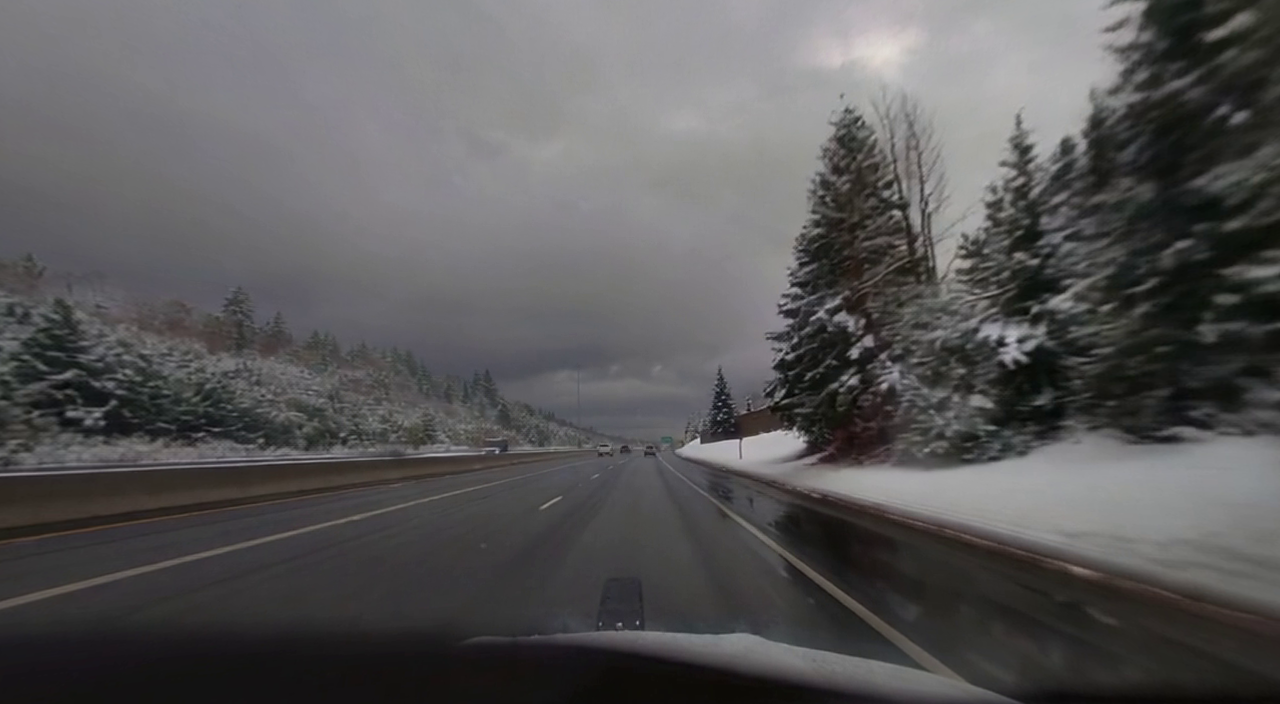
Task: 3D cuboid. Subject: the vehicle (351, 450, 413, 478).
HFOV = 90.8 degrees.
[{"bbox_3d":[-14.723,6.391,36.265,1.830,1.455,3.957,0,-9,0],"label":"vehicle"}]
